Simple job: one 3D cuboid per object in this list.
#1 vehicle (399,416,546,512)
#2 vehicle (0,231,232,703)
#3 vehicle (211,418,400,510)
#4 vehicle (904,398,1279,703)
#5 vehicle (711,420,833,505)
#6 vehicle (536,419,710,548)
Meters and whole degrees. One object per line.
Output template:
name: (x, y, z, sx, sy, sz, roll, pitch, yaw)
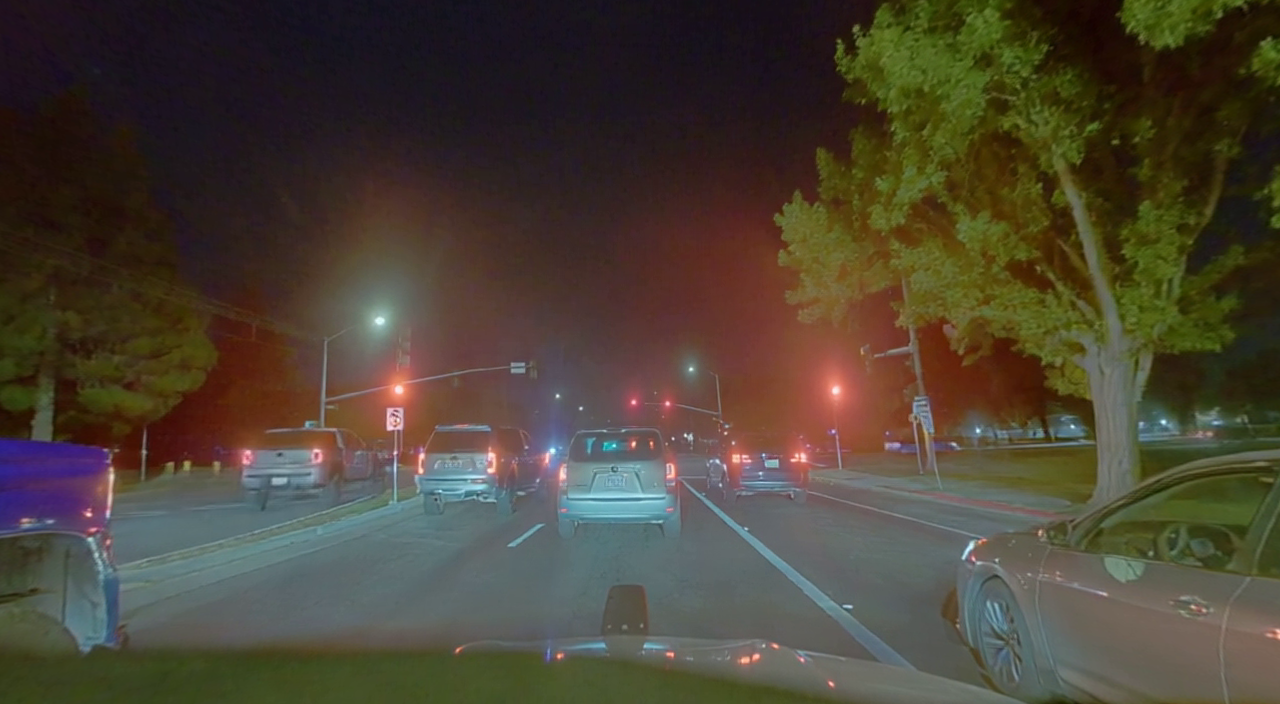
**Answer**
vehicle: (-3.629, 2.525, 14.642, 2.089, 1.857, 4.488, 0, -8, 1)
vehicle: (-3.484, 0.354, 0.317, 2.656, 2.021, 5.800, 0, -8, 0)
vehicle: (-7.456, 2.543, 14.769, 2.088, 1.787, 4.728, 0, -8, -4)
vehicle: (3.009, 0.962, 2.516, 1.874, 1.477, 4.698, 0, -8, 0)
vehicle: (3.135, 2.764, 16.124, 2.102, 1.841, 4.587, 0, -8, 0)
vehicle: (-0.221, 1.935, 9.871, 2.194, 1.607, 3.690, 0, -8, 0)
